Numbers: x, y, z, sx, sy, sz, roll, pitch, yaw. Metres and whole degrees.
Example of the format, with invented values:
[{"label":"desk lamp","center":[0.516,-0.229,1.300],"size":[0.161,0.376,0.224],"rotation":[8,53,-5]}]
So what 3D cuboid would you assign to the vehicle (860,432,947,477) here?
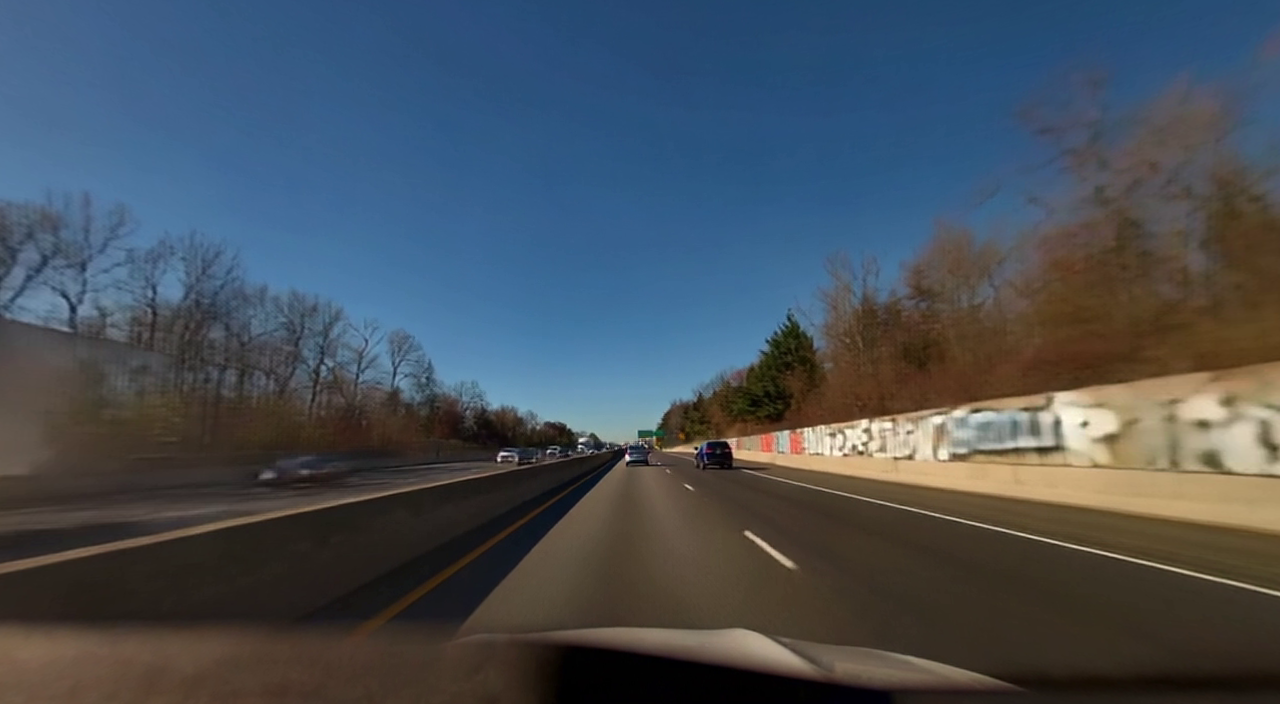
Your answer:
[{"label":"vehicle","center":[10.310,4.044,24.866],"size":[1.797,1.588,3.848],"rotation":[-1,-9,1]}]

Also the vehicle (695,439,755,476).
[{"label":"vehicle","center":[4.057,5.119,30.619],"size":[2.303,1.614,4.154],"rotation":[-1,-9,0]}]

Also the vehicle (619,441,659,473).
[{"label":"vehicle","center":[-0.079,5.836,35.079],"size":[2.095,1.671,4.219],"rotation":[0,-9,-1]}]

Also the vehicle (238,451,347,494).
[{"label":"vehicle","center":[-13.884,4.807,25.408],"size":[1.853,1.494,4.518],"rotation":[0,-9,-1]}]
